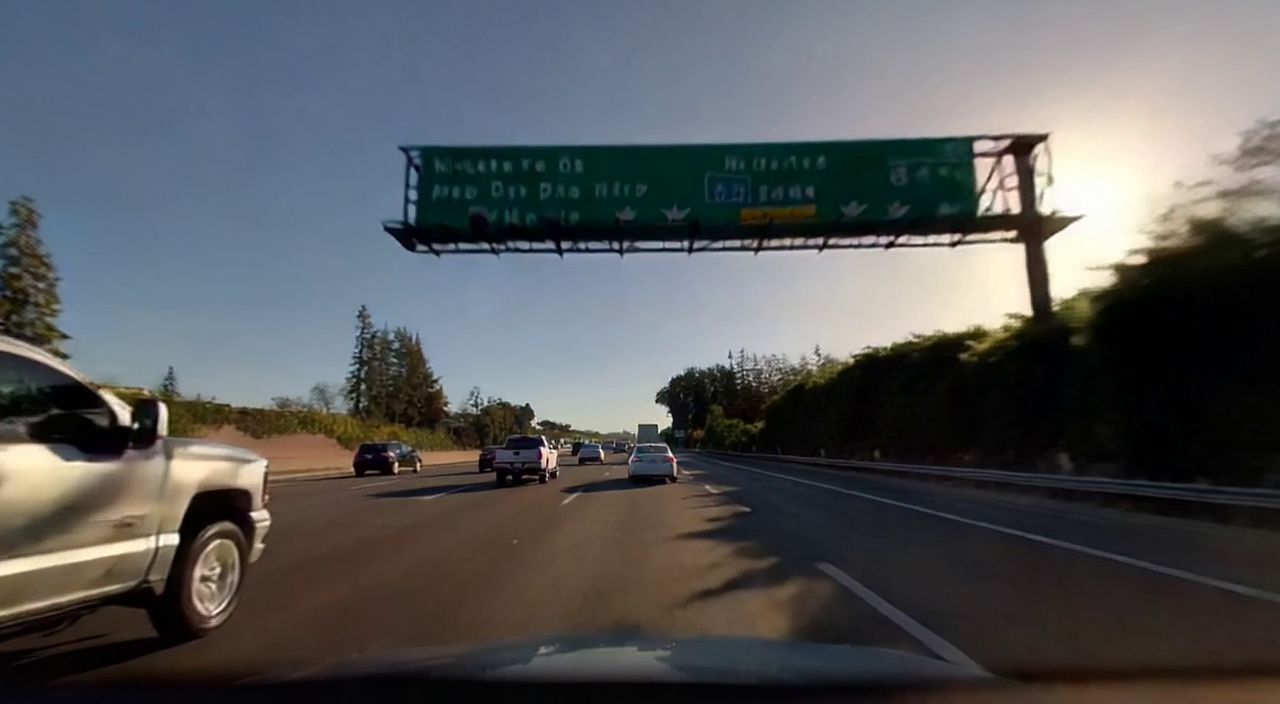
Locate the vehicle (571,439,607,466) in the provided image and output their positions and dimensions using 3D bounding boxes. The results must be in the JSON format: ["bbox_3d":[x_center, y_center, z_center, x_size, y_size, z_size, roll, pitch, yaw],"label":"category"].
[{"bbox_3d":[-3.211,6.424,40.552,1.897,1.646,4.049,0,-8,1],"label":"vehicle"}]

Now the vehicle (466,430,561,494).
[{"bbox_3d":[-3.685,3.280,19.179,1.903,1.721,4.210,0,-8,1],"label":"vehicle"}]

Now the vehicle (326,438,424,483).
[{"bbox_3d":[-10.479,4.302,25.312,1.941,1.602,4.277,0,-8,2],"label":"vehicle"}]

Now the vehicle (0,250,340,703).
[{"bbox_3d":[-3.487,0.587,1.735,2.269,2.060,5.933,0,-8,1],"label":"vehicle"}]

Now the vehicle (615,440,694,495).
[{"bbox_3d":[0.376,3.321,18.513,2.054,1.421,4.090,0,-8,0],"label":"vehicle"}]
